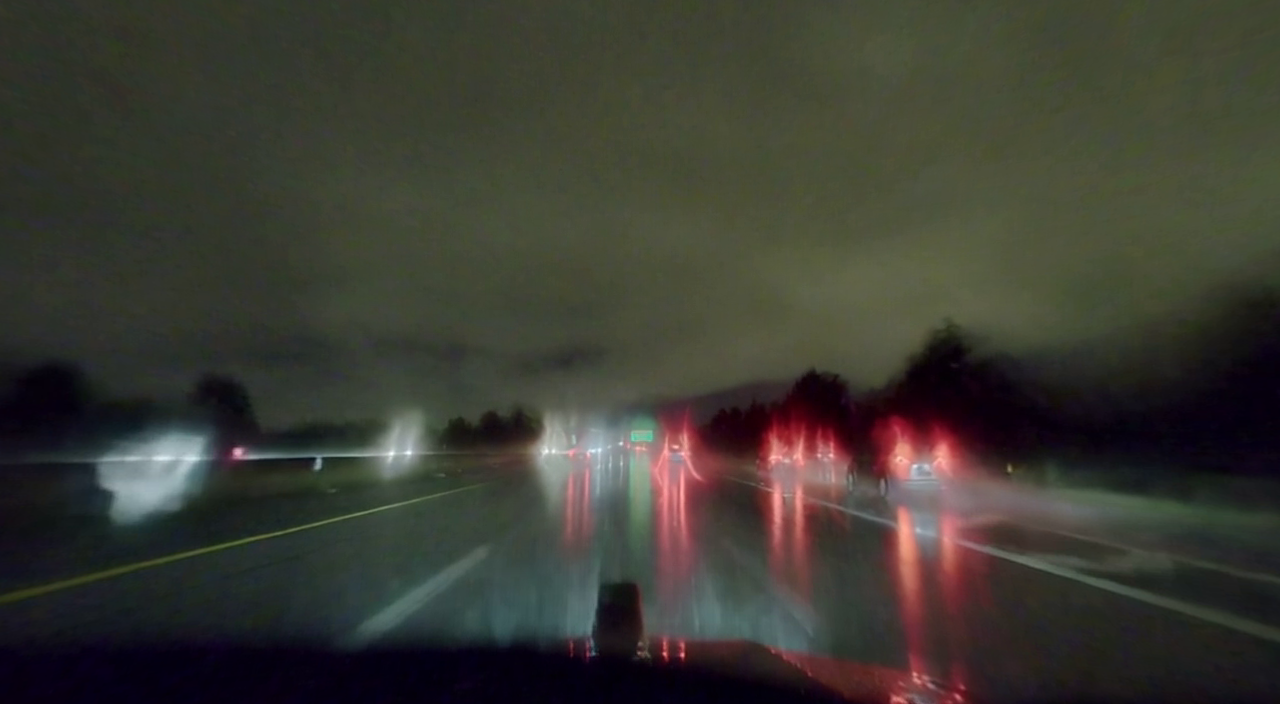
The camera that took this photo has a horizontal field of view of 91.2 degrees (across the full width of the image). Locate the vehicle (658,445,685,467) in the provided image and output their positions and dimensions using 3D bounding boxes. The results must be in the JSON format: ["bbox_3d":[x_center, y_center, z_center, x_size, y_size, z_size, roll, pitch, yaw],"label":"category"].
[{"bbox_3d":[2.356,7.898,47.812,1.895,1.555,4.030,0,-9,0],"label":"vehicle"}]

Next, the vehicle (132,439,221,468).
[{"bbox_3d":[-24.530,5.380,33.328,1.733,1.452,4.029,0,-9,-2],"label":"vehicle"}]
